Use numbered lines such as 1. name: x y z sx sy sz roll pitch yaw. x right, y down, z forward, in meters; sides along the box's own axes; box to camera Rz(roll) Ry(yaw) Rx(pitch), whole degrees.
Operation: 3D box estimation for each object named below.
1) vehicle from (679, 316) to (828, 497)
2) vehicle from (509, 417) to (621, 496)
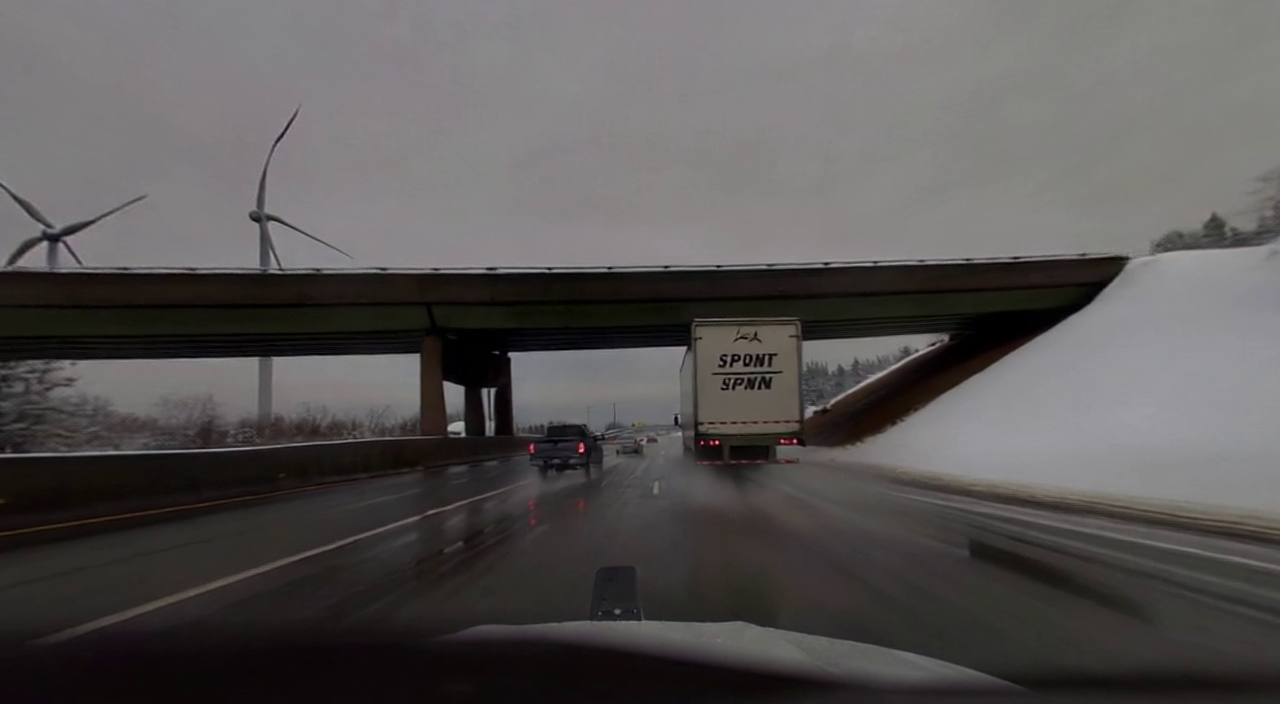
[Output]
1. vehicle: 2.866 1.994 20.238 2.906 3.990 12.551 0 -7 2
2. vehicle: -1.803 2.714 16.908 2.283 1.814 4.568 0 -8 2
